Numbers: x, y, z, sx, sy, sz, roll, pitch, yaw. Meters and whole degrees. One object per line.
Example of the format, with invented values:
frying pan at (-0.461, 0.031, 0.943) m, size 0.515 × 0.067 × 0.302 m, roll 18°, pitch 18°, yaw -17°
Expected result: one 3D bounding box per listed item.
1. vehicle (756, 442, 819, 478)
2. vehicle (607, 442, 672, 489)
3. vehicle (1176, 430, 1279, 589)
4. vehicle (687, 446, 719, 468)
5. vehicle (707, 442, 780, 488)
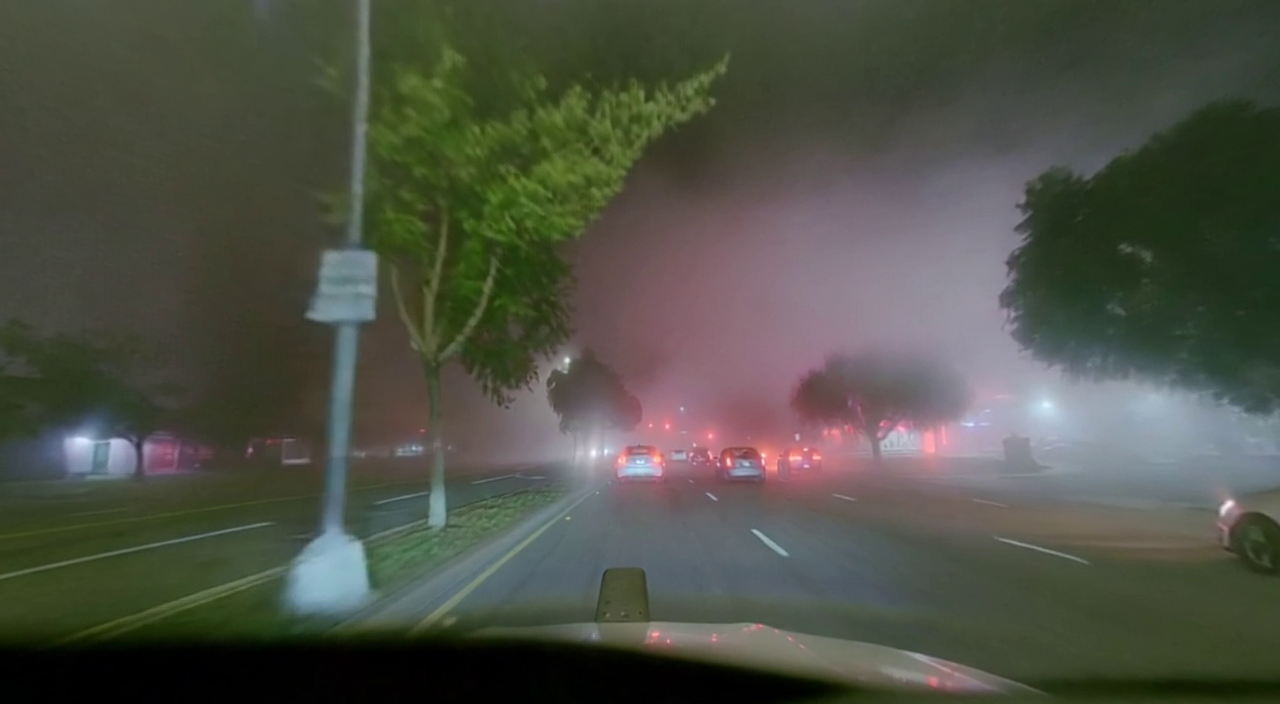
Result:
vehicle at (7.374, 5.408, 31.922) m, size 2.044 × 1.701 × 4.397 m, roll 0°, pitch -8°, yaw -1°
vehicle at (-0.009, 3.951, 22.260) m, size 2.096 × 1.473 × 3.893 m, roll 0°, pitch -8°, yaw 0°
vehicle at (7.114, 1.356, 4.984) m, size 1.892 × 1.515 × 4.400 m, roll 0°, pitch -8°, yaw 1°
vehicle at (4.410, 7.459, 44.903) m, size 1.862 × 1.457 × 4.204 m, roll 0°, pitch -8°, yaw 0°
vehicle at (3.727, 4.139, 23.504) m, size 1.988 × 1.528 × 4.144 m, roll 0°, pitch -8°, yaw 0°
